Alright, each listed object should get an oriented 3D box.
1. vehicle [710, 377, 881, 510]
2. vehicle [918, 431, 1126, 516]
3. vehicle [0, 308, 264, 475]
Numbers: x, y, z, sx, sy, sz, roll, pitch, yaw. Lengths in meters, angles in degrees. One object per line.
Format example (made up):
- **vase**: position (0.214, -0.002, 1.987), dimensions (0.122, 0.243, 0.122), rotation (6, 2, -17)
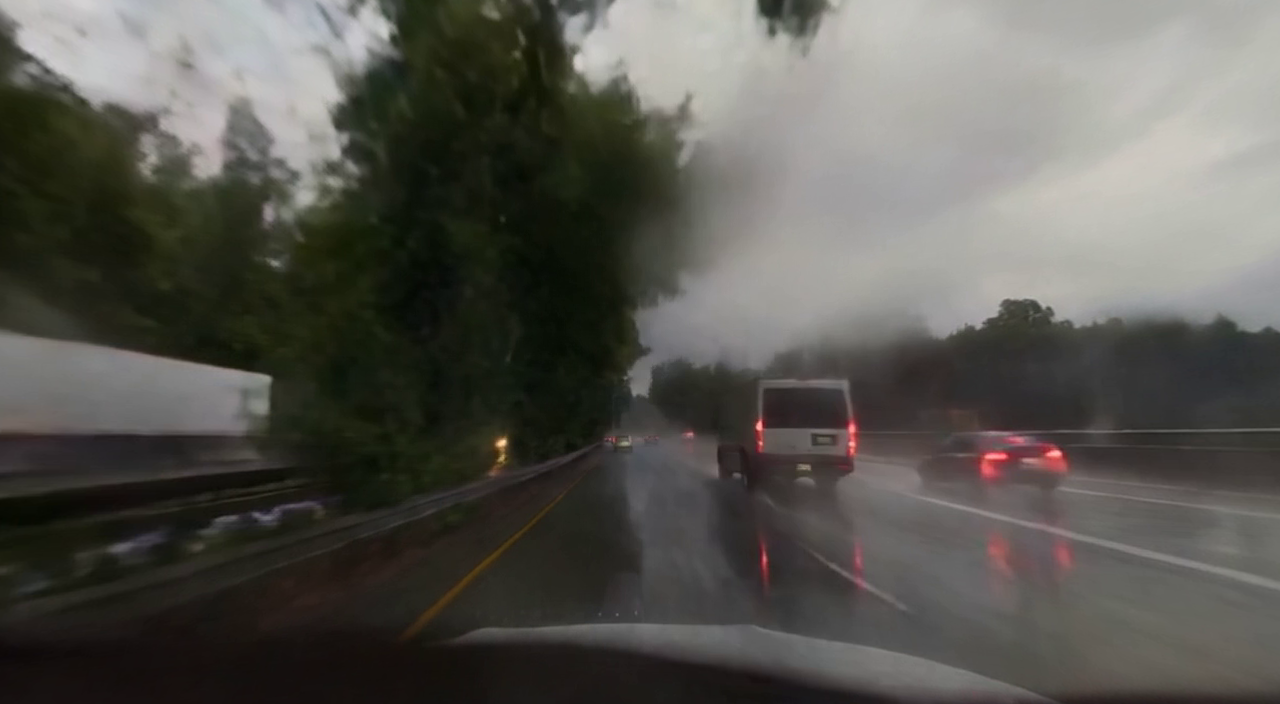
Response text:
- **vehicle**: position (3.268, 2.093, 14.783), dimensions (2.436, 2.521, 5.409), rotation (0, -8, -2)
- **vehicle**: position (7.558, 2.387, 13.012), dimensions (1.821, 1.468, 3.805), rotation (0, -8, -1)
- **vehicle**: position (-16.879, 1.533, 19.432), dimensions (2.840, 3.981, 12.912), rotation (0, -8, -1)
